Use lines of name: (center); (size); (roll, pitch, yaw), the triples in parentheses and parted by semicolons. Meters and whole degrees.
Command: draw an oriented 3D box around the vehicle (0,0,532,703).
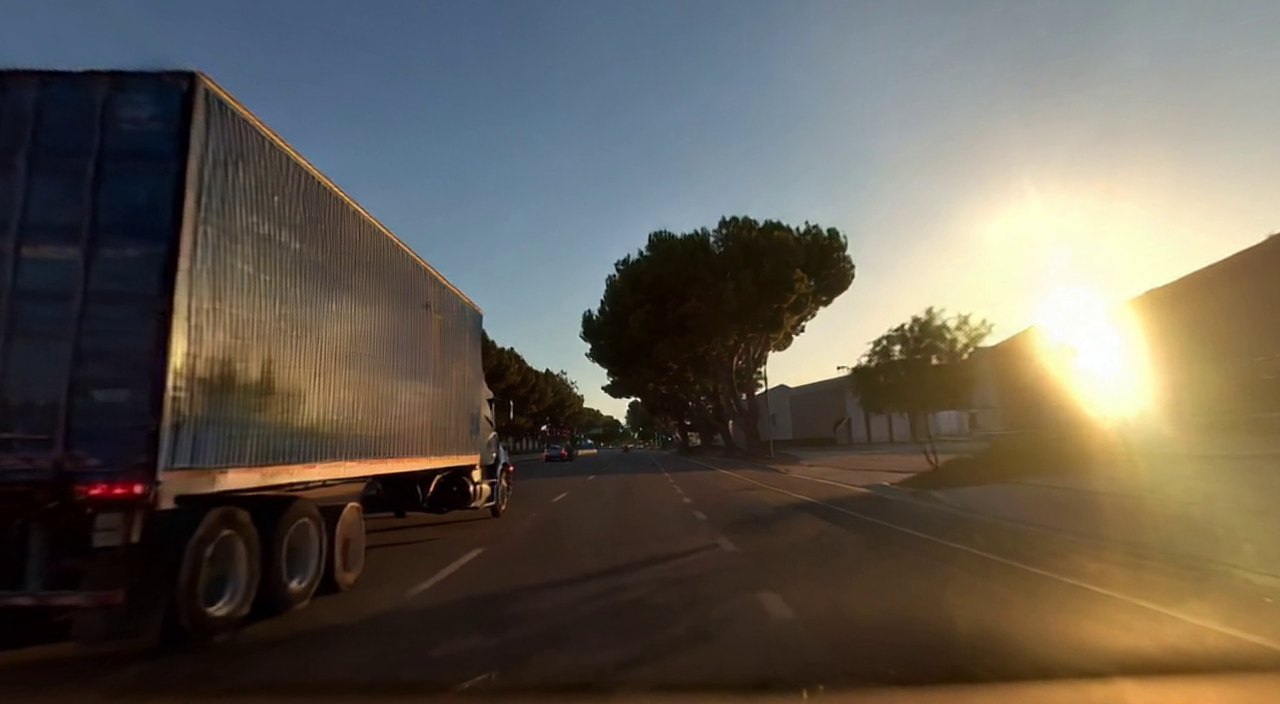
vehicle: (-3.453, 0.556, 6.754); (2.910, 3.419, 8.376); (0, -8, 1)
